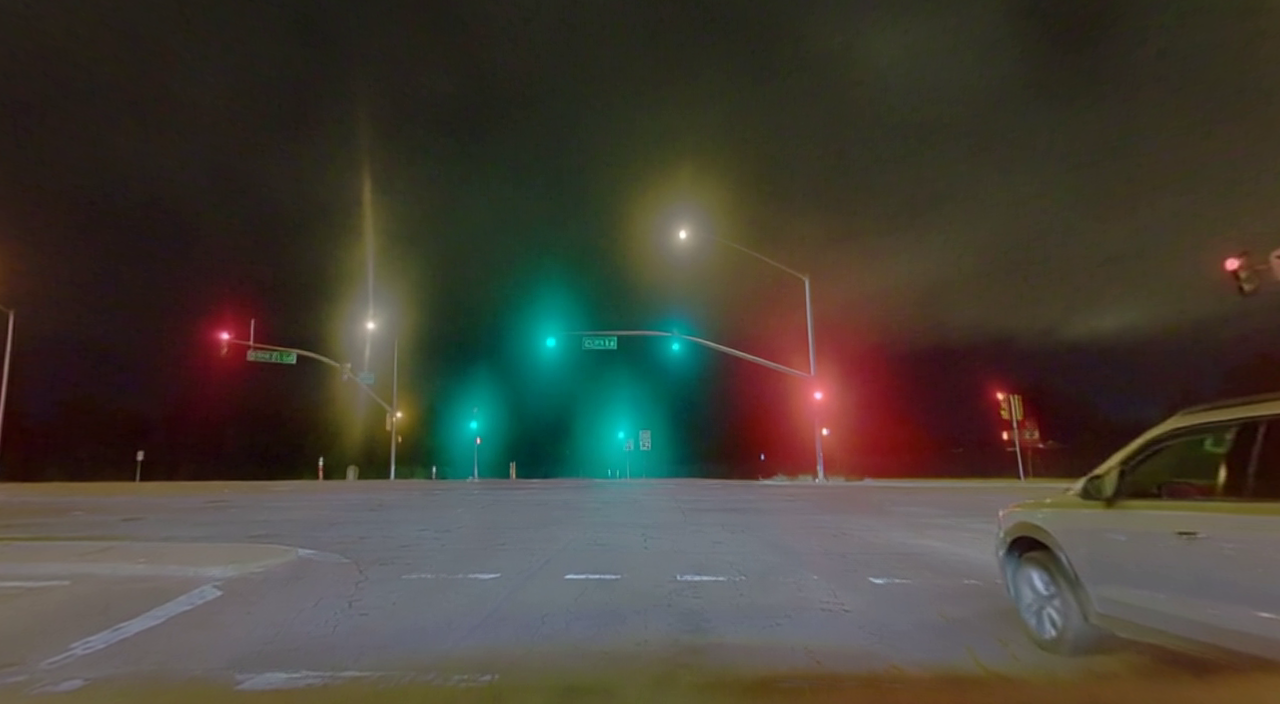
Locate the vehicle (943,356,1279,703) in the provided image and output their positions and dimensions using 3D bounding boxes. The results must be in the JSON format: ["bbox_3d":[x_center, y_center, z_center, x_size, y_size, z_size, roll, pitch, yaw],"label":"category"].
[{"bbox_3d":[3.138,0.888,2.439,1.938,1.648,4.211,-1,-8,2],"label":"vehicle"}]
